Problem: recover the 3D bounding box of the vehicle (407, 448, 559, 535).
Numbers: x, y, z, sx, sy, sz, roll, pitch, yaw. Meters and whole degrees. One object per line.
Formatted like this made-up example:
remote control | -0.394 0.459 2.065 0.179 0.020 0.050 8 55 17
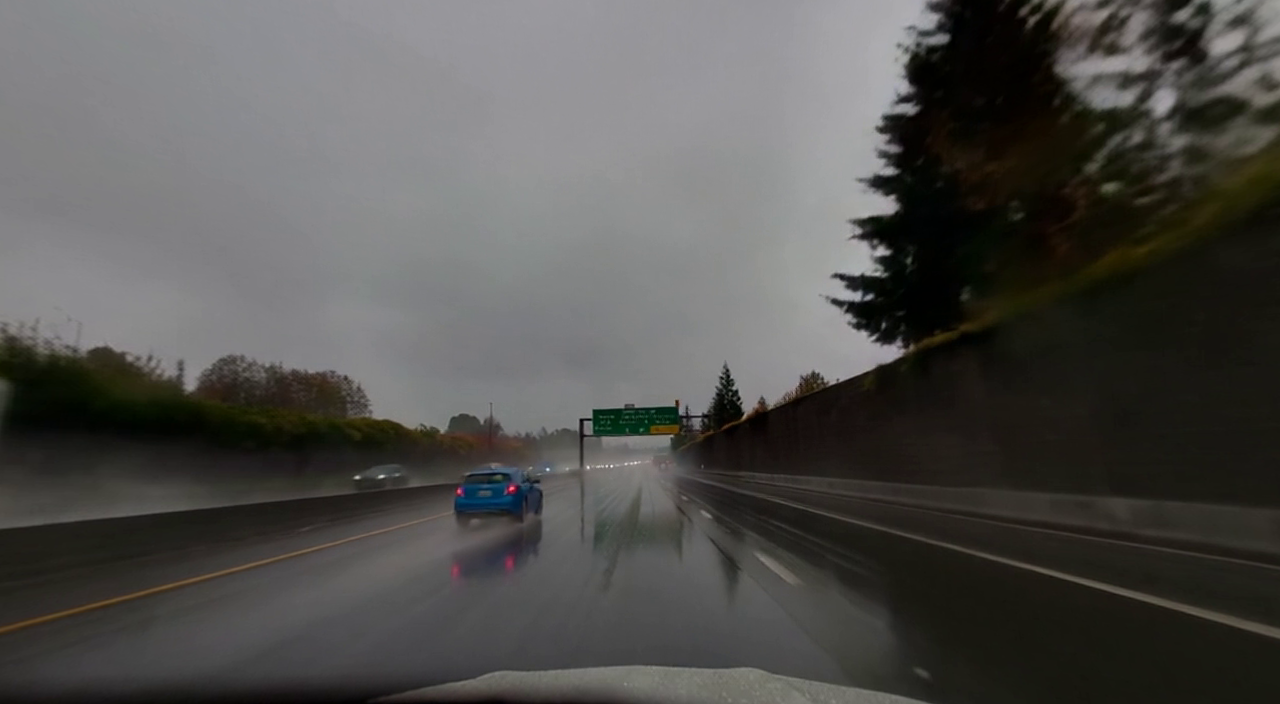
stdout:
vehicle | -3.064 2.889 13.455 2.045 1.487 4.582 1 -10 0
